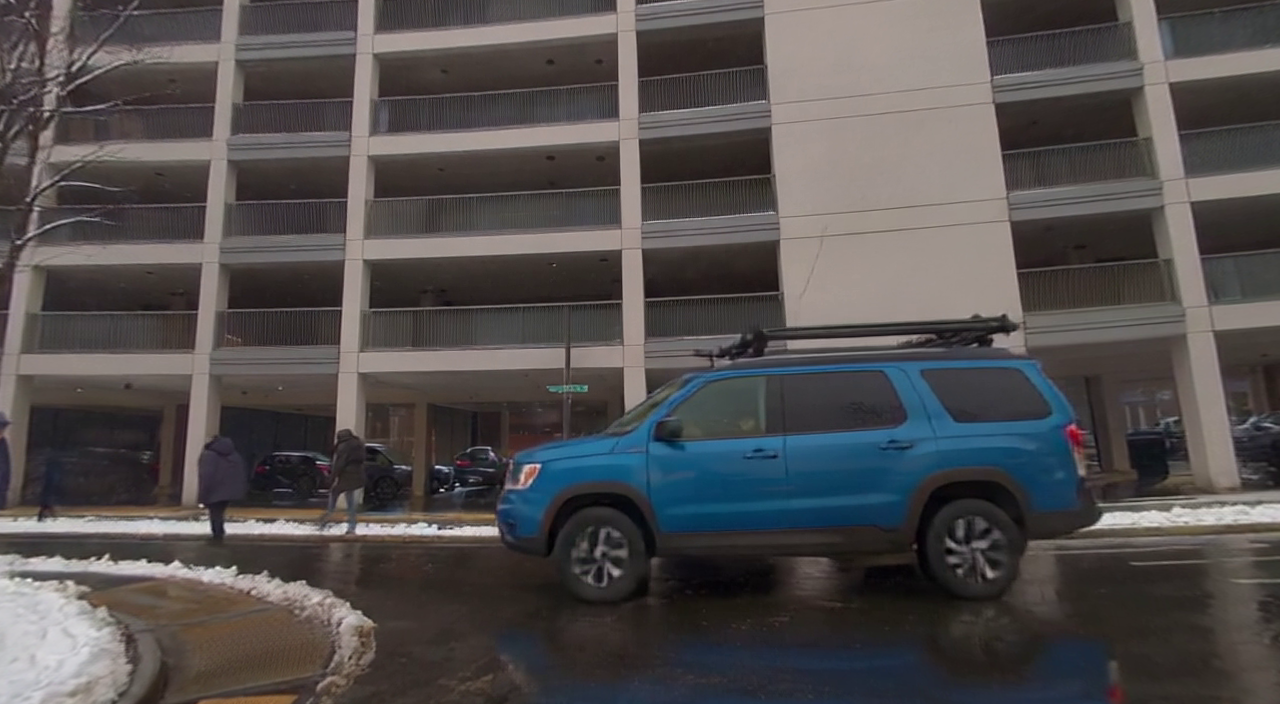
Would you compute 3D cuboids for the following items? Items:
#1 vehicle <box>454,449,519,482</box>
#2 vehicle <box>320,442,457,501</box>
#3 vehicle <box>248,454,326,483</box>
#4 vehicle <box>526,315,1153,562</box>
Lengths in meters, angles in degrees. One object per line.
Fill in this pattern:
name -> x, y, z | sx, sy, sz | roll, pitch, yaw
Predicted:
vehicle -> -7.624, 5.681, 31.716 | 2.164, 1.494, 4.235 | 0, -8, 1
vehicle -> -8.143, 3.885, 21.015 | 2.395, 1.719, 4.549 | -1, -8, 5
vehicle -> -19.269, 6.364, 34.544 | 3.467, 1.456, 1.649 | 4, -9, -23
vehicle -> 2.211, 1.153, 8.479 | 6.932, 2.753, 2.446 | -1, -8, 3
